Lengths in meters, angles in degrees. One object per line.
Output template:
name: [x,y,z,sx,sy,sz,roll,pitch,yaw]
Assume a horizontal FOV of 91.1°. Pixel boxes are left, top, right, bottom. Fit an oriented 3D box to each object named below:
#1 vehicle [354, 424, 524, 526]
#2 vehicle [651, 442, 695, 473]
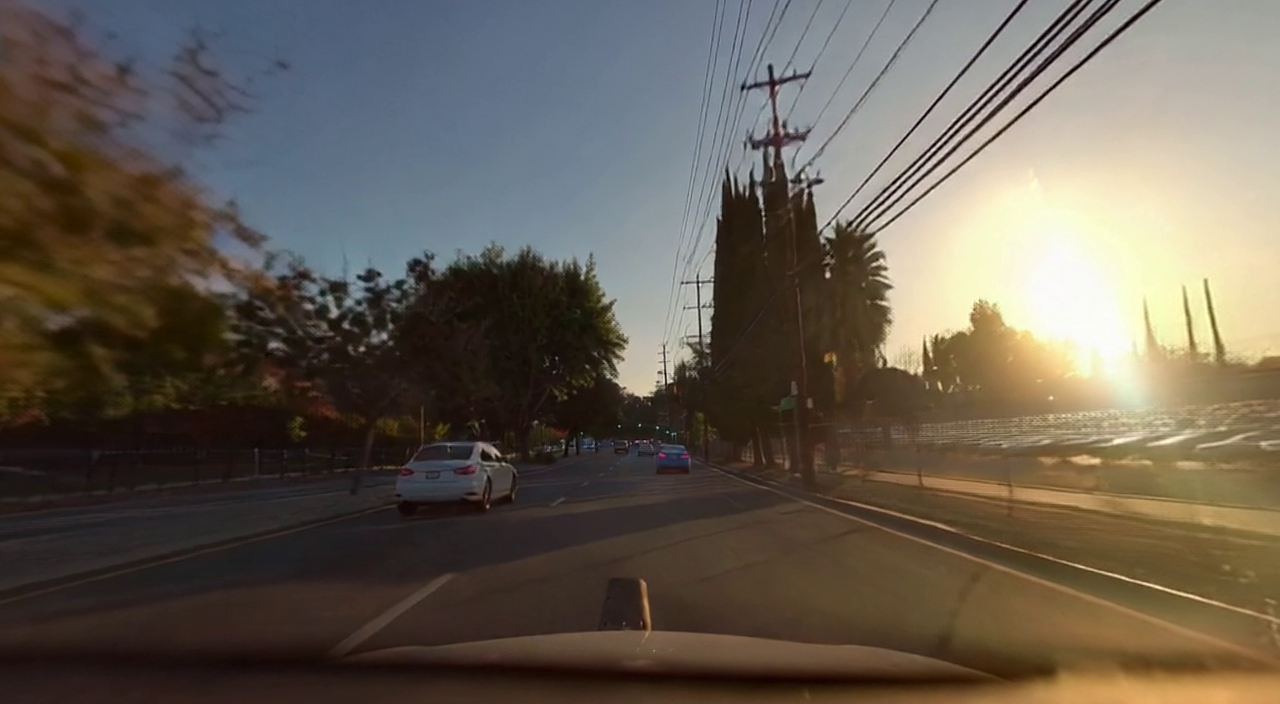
vehicle: [-3.800,2.394,12.820,1.950,1.692,4.397,0,-8,1]
vehicle: [1.596,5.298,31.800,2.059,1.486,3.980,0,-8,1]
